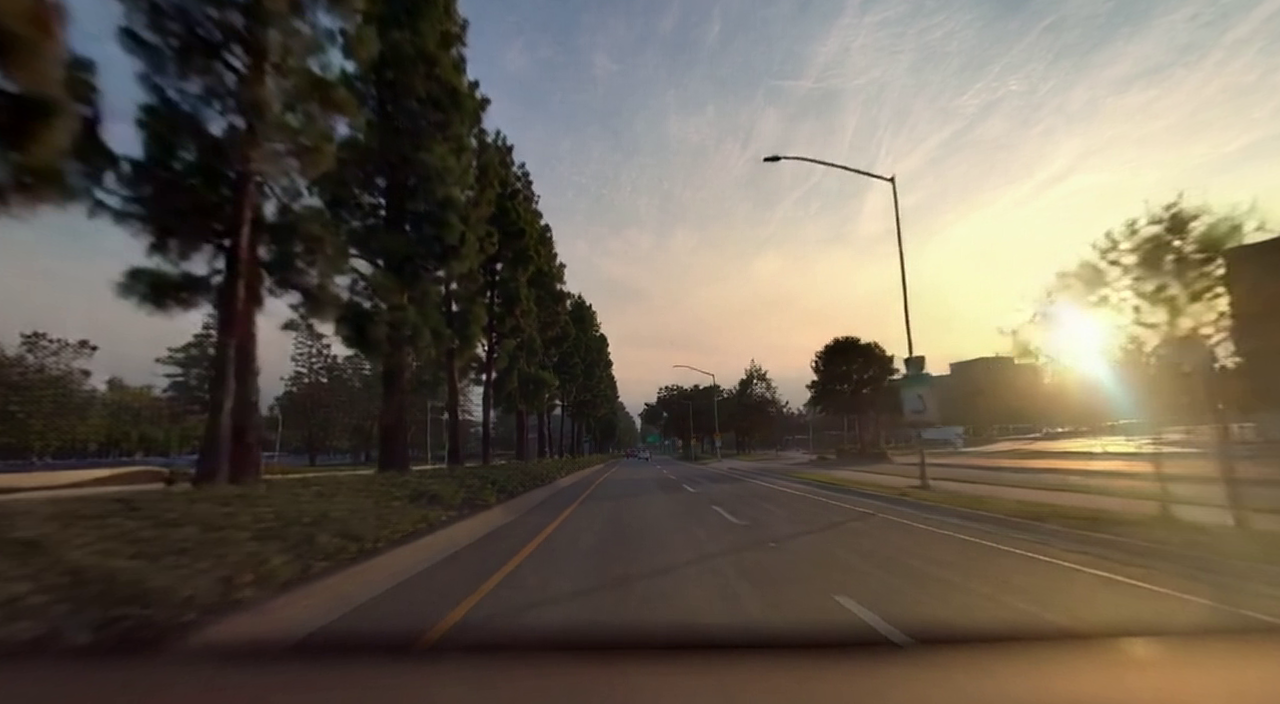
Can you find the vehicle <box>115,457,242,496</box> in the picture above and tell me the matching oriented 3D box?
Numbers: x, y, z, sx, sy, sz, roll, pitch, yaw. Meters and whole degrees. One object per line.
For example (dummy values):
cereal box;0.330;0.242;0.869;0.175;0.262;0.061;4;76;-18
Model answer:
vehicle;-19.155;5.170;26.541;1.790;1.453;4.618;0;-10;0
